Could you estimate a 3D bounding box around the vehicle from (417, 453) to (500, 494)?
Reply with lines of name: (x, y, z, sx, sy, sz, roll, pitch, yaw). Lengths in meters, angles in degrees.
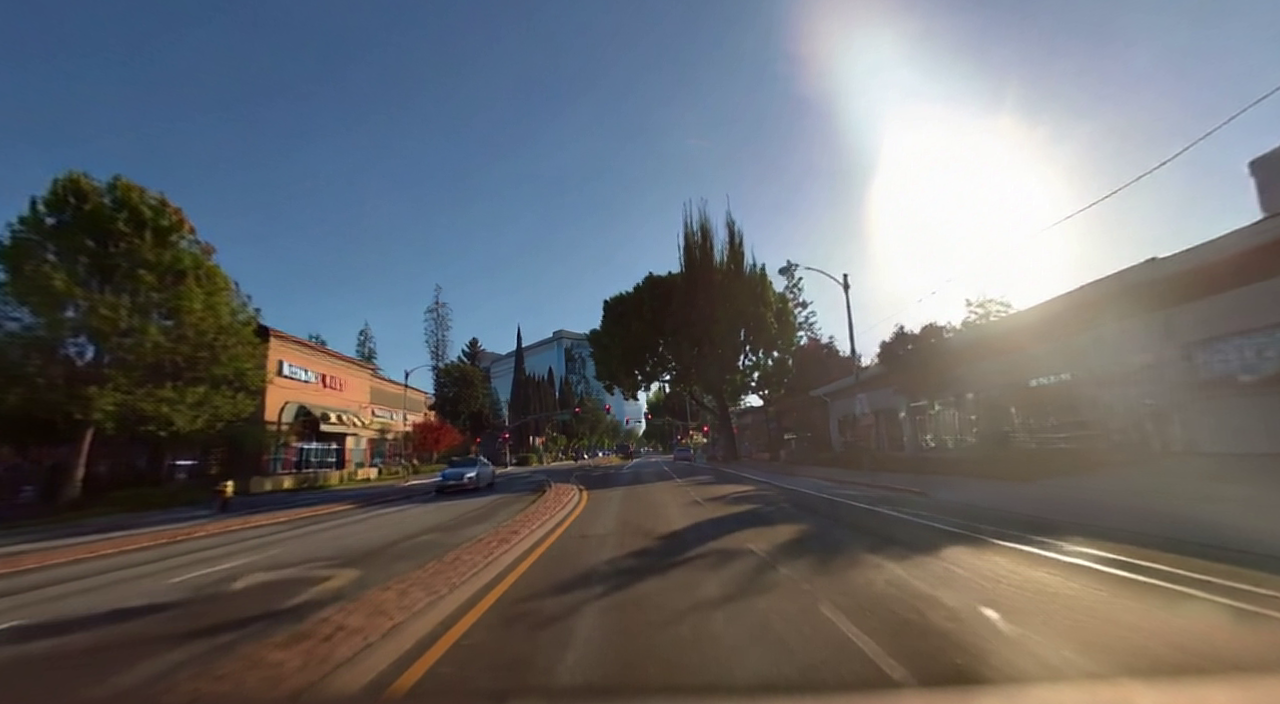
vehicle: (-7.194, 4.856, 25.536, 1.954, 1.451, 4.536, 0, -8, 1)
